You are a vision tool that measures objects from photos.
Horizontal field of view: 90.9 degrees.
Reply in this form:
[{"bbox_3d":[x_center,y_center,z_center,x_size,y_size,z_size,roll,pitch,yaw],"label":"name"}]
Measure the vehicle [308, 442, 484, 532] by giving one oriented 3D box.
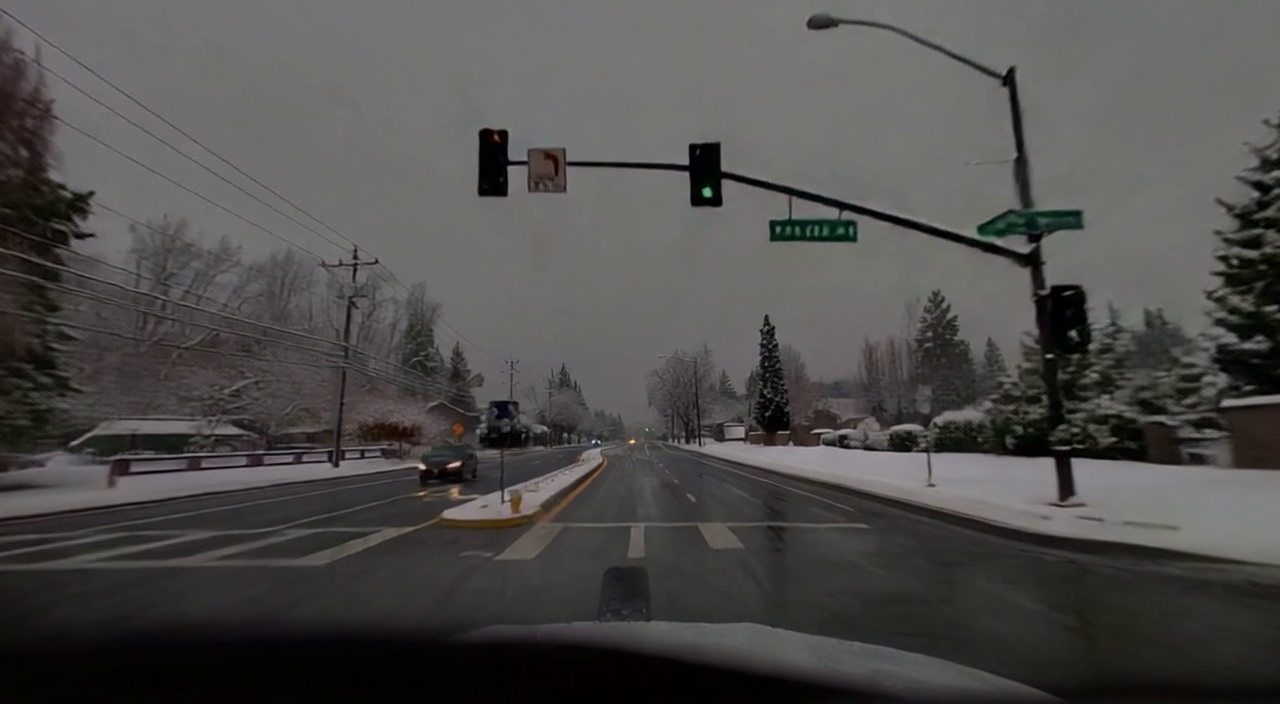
[{"bbox_3d":[-5.108,2.844,14.199,1.948,1.471,5.408,2,-7,-2],"label":"vehicle"}]
